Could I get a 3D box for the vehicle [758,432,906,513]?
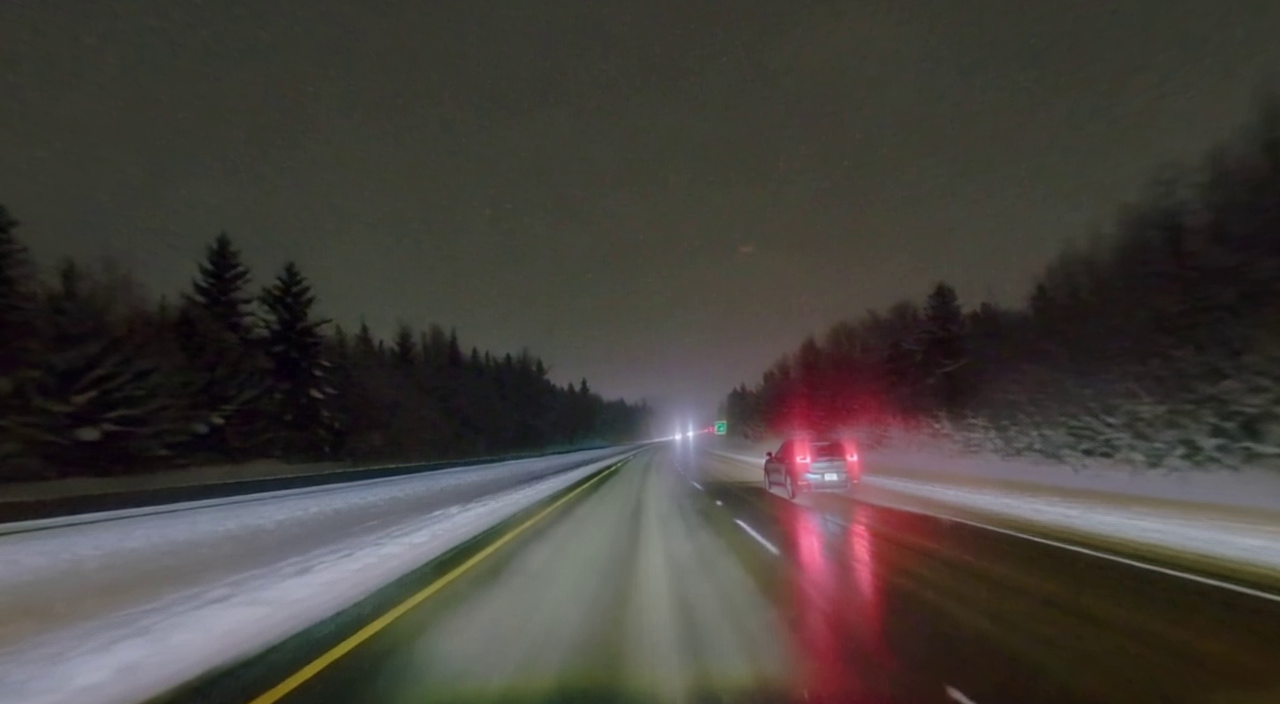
[{"bbox_3d":[4.052,2.609,14.109,1.997,1.515,4.025,0,-9,0],"label":"vehicle"}]
